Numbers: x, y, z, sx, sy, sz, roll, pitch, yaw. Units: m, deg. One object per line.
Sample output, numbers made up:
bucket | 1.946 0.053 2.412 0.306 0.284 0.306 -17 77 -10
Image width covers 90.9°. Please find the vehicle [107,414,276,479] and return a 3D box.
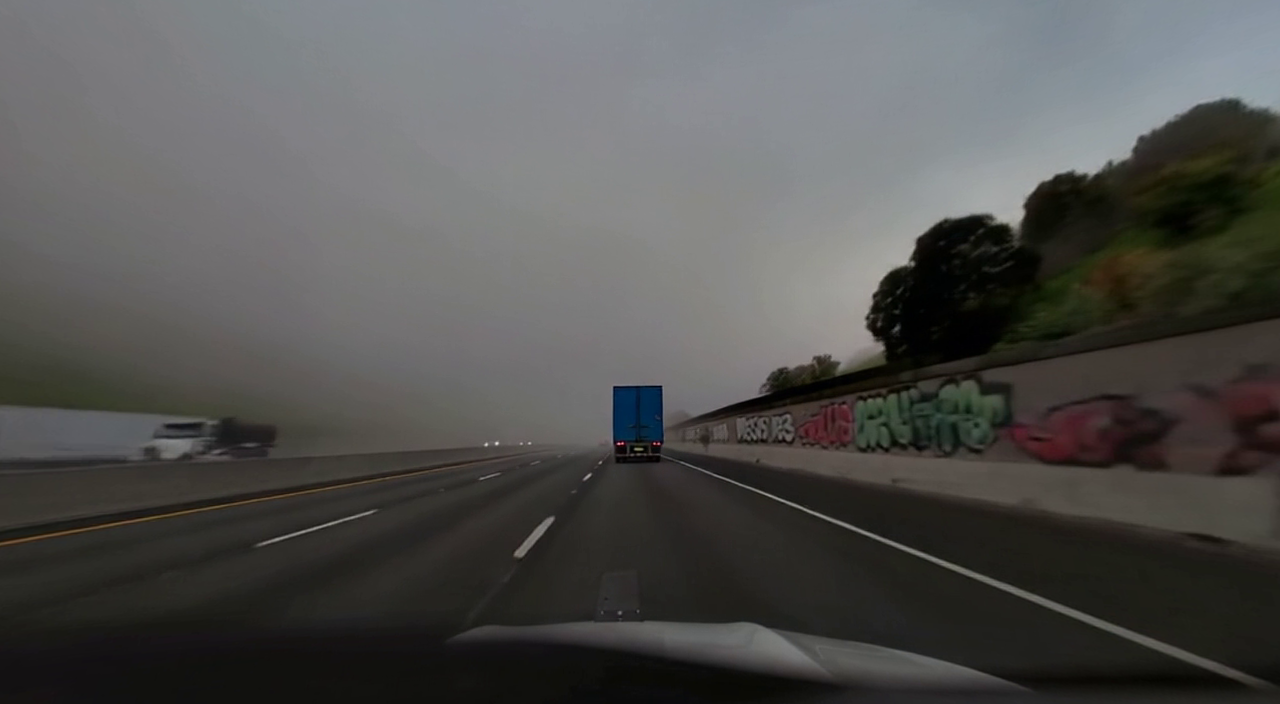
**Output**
vehicle | -18.700 3.988 26.961 2.295 2.413 6.880 0 -8 -2

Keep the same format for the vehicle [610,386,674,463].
vehicle | -0.143 4.300 36.529 2.921 3.765 10.773 1 -8 -4
